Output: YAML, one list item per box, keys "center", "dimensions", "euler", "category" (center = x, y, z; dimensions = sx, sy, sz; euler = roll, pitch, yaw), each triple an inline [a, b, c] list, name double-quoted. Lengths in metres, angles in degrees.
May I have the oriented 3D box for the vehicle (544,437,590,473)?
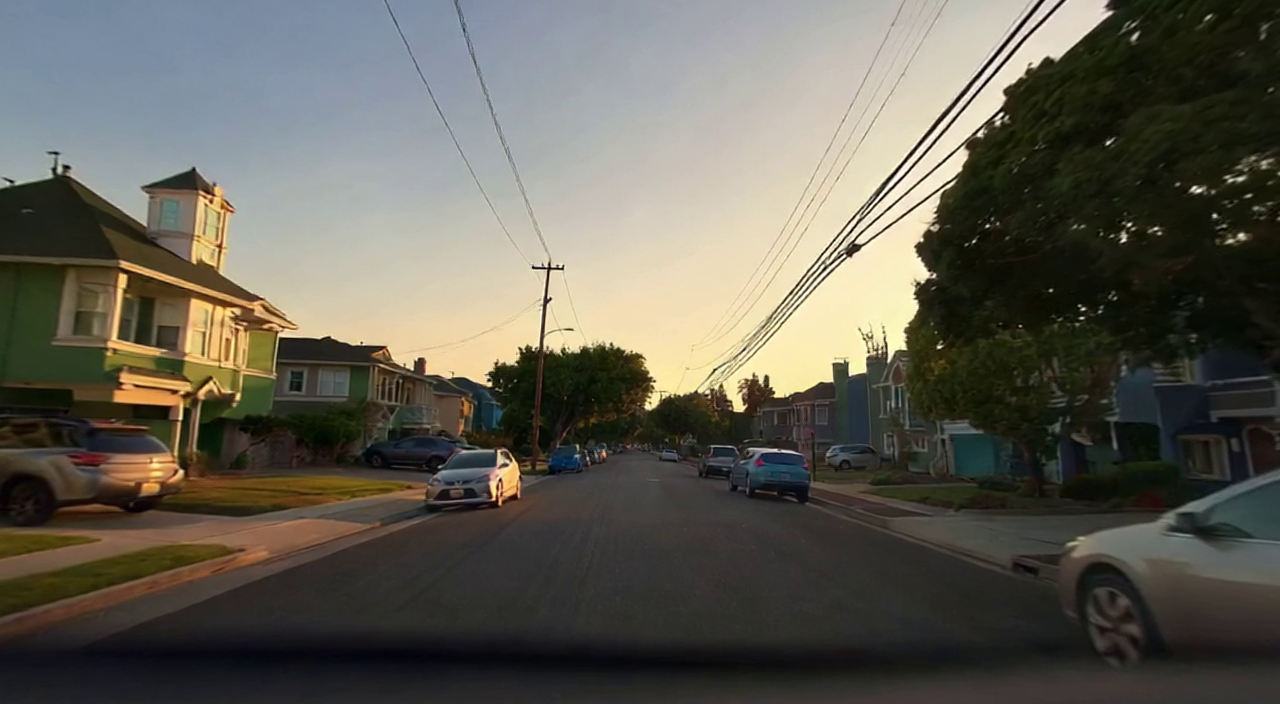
- center: [-4.107, 5.883, 36.168]
  dimensions: [2.057, 1.887, 5.053]
  euler: [0, -8, 0]
  category: "vehicle"

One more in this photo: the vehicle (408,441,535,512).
- center: [-3.873, 2.935, 15.445]
  dimensions: [1.971, 1.460, 4.523]
  euler: [0, -8, -2]
  category: "vehicle"

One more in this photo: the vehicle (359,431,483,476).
- center: [-9.165, 4.277, 26.779]
  dimensions: [4.469, 1.816, 2.022]
  euler: [0, -8, -1]
  category: "vehicle"

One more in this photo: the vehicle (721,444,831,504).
- center: [3.657, 3.349, 17.961]
  dimensions: [1.862, 1.452, 4.737]
  euler: [0, -8, -3]
  category: "vehicle"

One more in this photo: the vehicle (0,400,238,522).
- center: [-8.932, 1.663, 9.809]
  dimensions: [3.993, 1.686, 1.947]
  euler: [0, -8, 1]
  category: "vehicle"

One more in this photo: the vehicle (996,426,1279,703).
- center: [3.724, 1.070, 2.693]
  dimensions: [1.975, 1.496, 4.042]
  euler: [0, -8, -1]
  category: "vehicle"
